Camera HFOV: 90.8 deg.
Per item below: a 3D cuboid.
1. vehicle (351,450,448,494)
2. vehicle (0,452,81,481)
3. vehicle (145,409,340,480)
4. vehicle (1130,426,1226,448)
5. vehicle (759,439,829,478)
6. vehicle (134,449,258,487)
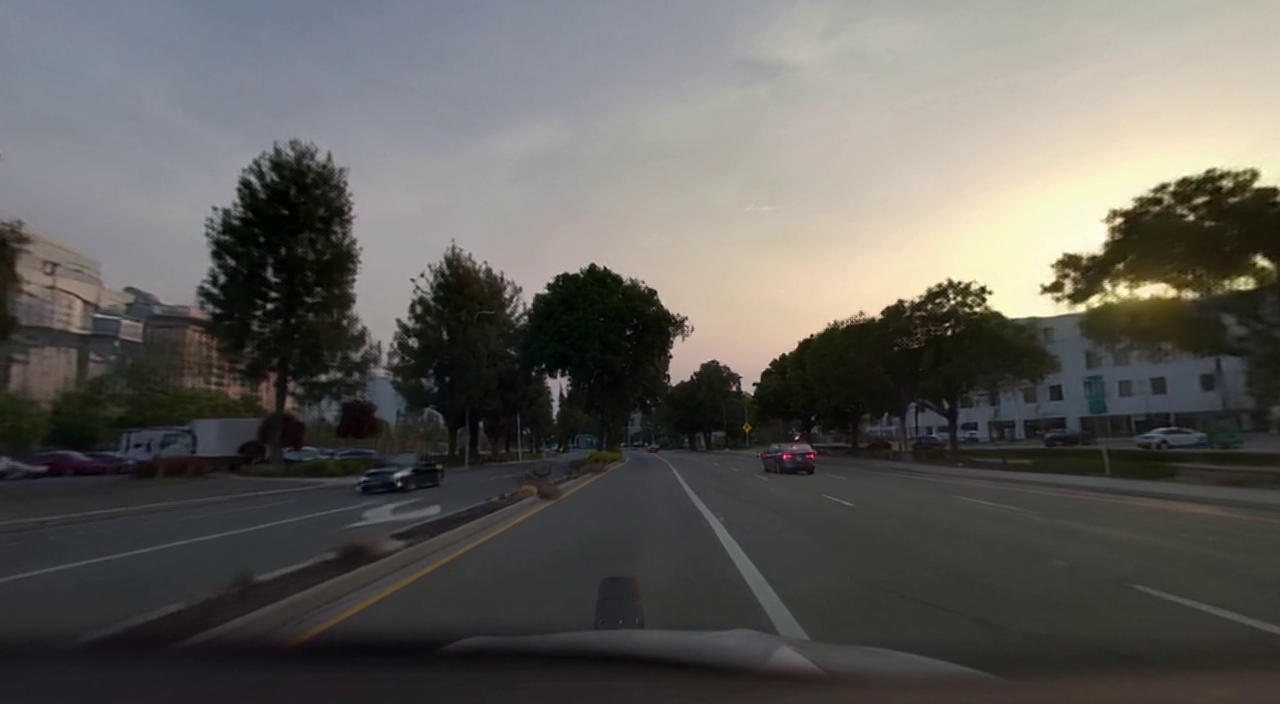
[{"bbox_3d":[-9.092,4.537,24.334,1.865,1.503,4.375,-1,-9,2],"label":"vehicle"},{"bbox_3d":[-33.243,6.156,34.142,4.106,1.474,1.835,0,-9,-3],"label":"vehicle"},{"bbox_3d":[-20.828,4.885,33.482,8.324,3.550,2.670,0,-9,-1],"label":"vehicle"},{"bbox_3d":[39.139,6.240,46.081,1.814,1.469,4.858,5,-10,-34],"label":"vehicle"},{"bbox_3d":[7.022,4.919,29.348,2.181,1.639,4.127,0,-9,0],"label":"vehicle"},{"bbox_3d":[-19.591,5.114,27.995,4.259,1.396,1.815,-4,-8,5],"label":"vehicle"}]
